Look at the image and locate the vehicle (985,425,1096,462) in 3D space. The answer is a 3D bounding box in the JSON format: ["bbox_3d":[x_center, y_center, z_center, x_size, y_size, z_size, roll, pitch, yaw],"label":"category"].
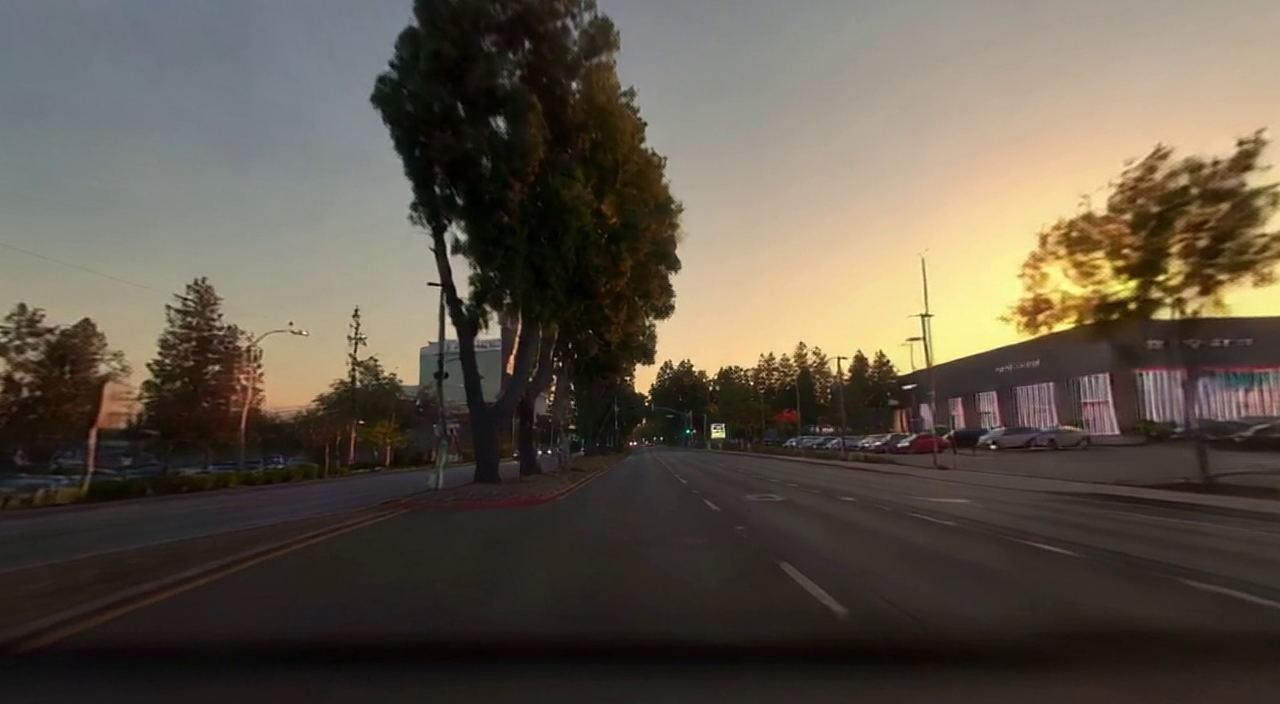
[{"bbox_3d":[19.698,4.557,31.380,1.995,1.673,4.725,-1,-8,-6],"label":"vehicle"}]

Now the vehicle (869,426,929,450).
[{"bbox_3d":[18.130,6.091,44.472,1.890,1.612,4.797,1,-8,-5],"label":"vehicle"}]

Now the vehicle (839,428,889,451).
[{"bbox_3d":[17.612,6.948,49.905,1.912,1.646,4.870,-1,-9,-2],"label":"vehicle"}]

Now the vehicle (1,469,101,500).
[{"bbox_3d":[-29.627,6.644,31.847,3.380,1.342,1.686,-2,-8,1],"label":"vehicle"}]

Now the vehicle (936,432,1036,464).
[{"bbox_3d":[17.199,4.793,31.691,1.974,1.446,4.614,1,-8,-7],"label":"vehicle"}]

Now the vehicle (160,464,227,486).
[{"bbox_3d":[-30.258,8.314,42.842,3.332,1.364,1.702,-1,-8,7],"label":"vehicle"}]
